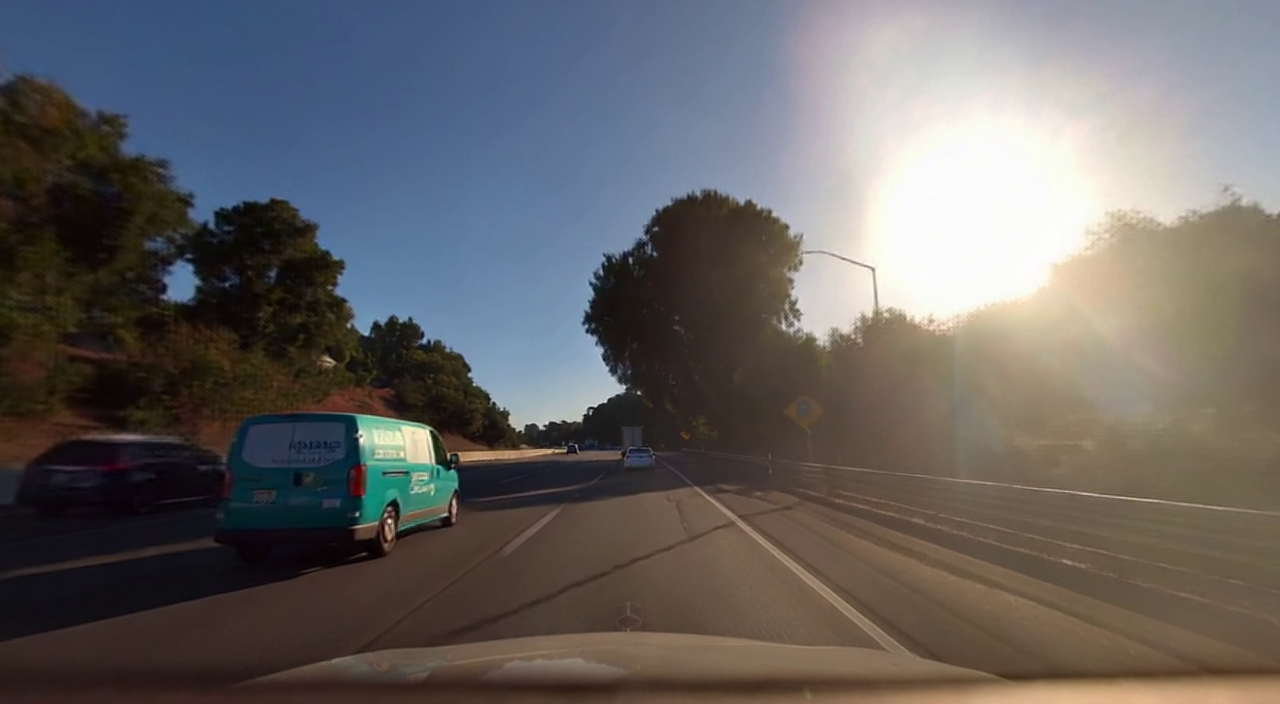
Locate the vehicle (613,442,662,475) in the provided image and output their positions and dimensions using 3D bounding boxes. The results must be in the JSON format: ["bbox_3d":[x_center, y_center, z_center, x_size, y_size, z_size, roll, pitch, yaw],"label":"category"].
[{"bbox_3d":[-0.093,5.149,30.611,2.238,1.479,3.672,0,-9,0],"label":"vehicle"}]

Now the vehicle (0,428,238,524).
[{"bbox_3d":[-11.697,2.656,14.077,2.150,1.746,4.910,0,-9,1],"label":"vehicle"}]

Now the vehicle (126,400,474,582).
[{"bbox_3d":[-4.157,1.806,9.049,2.174,1.862,5.012,0,-9,0],"label":"vehicle"}]
